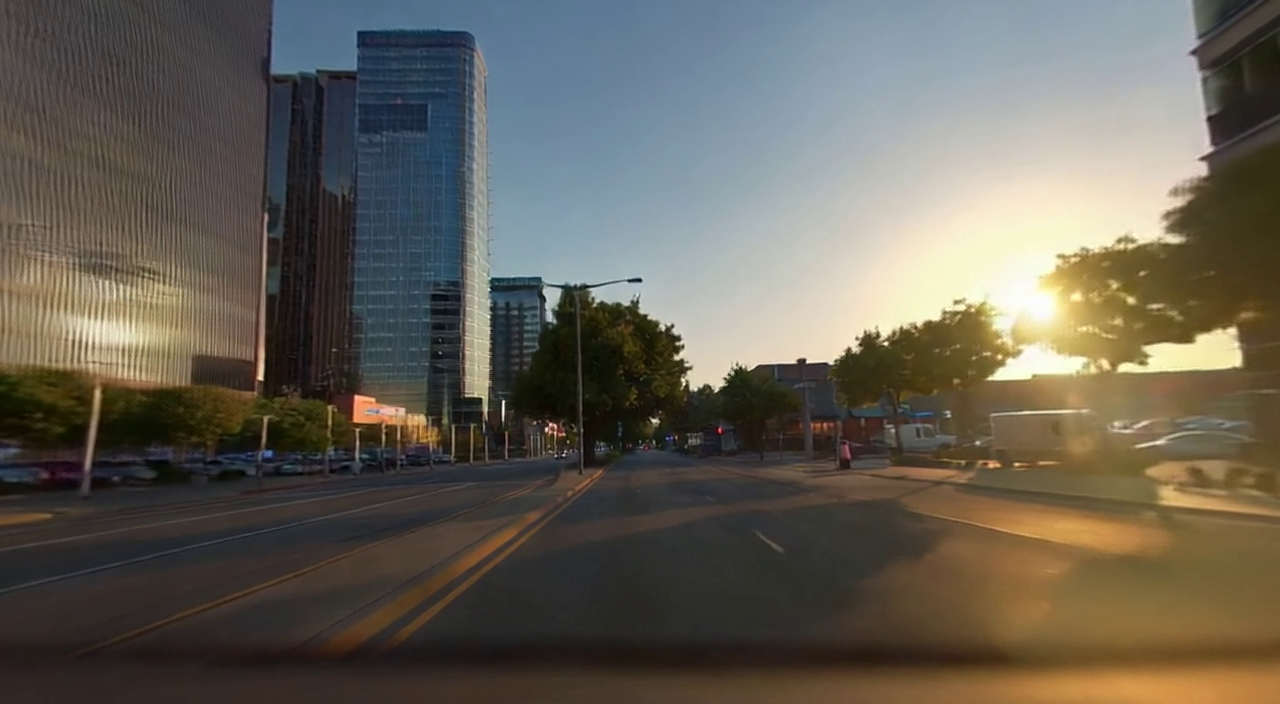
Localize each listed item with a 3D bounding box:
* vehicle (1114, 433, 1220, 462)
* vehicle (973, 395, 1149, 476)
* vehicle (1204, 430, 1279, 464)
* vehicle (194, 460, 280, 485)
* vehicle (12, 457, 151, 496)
[{"bbox_3d":[31.843,5.816,38.274,4.505,1.450,2.051,-3,-10,-2],"label":"vehicle"},{"bbox_3d":[19.427,4.133,30.057,2.630,3.176,8.459,-2,-10,2],"label":"vehicle"},{"bbox_3d":[31.780,4.858,32.363,3.891,1.708,1.847,0,-9,-1],"label":"vehicle"},{"bbox_3d":[-27.538,8.208,43.292,4.633,1.454,1.909,7,-11,-41],"label":"vehicle"},{"bbox_3d":[-27.717,6.167,31.621,4.879,1.724,2.086,6,-10,-34],"label":"vehicle"}]
